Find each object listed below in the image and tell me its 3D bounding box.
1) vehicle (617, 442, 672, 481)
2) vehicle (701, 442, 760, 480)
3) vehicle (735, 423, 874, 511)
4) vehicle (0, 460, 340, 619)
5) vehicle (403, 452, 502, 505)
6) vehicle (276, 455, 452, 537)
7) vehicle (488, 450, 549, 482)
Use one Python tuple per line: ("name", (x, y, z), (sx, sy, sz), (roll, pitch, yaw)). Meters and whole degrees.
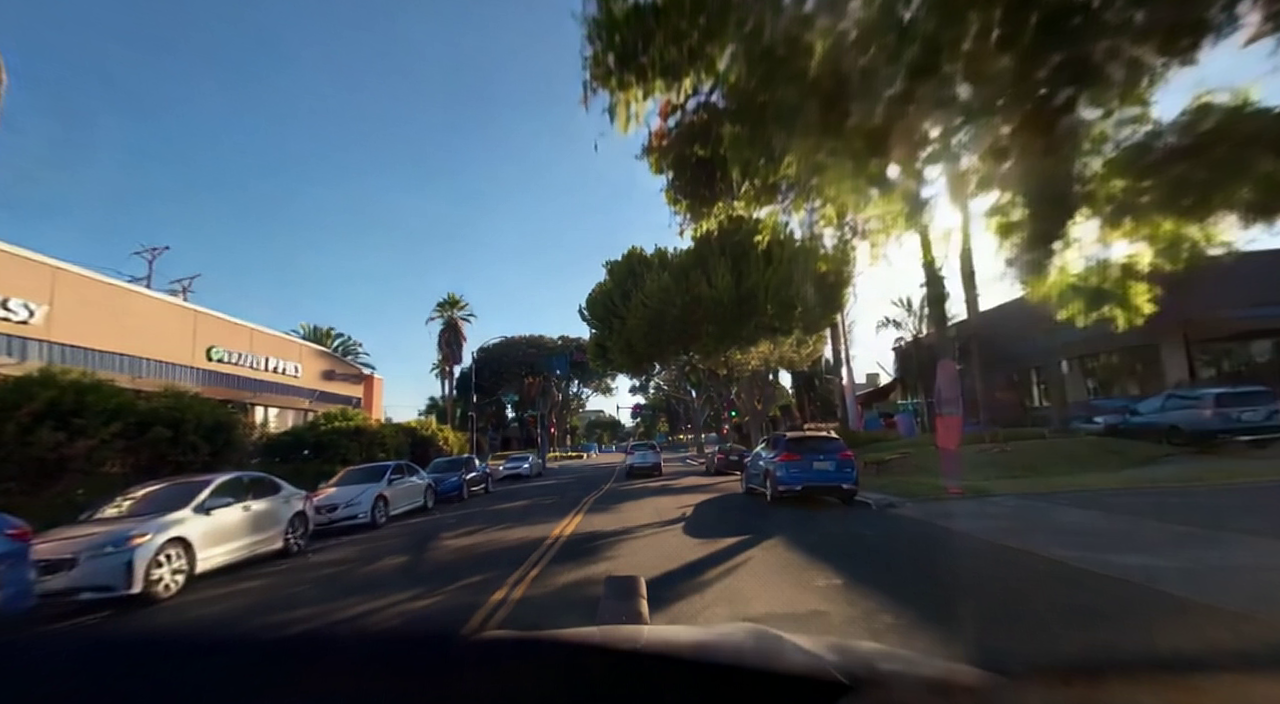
("vehicle", (0.153, 4.392, 25.583), (2.060, 1.452, 4.078), (0, -8, 0))
("vehicle", (3.707, 4.536, 26.582), (1.821, 1.417, 4.454), (0, -8, 0))
("vehicle", (3.769, 2.743, 15.554), (2.099, 1.786, 5.198), (0, -8, 1))
("vehicle", (-6.188, 2.297, 8.679), (1.810, 1.489, 4.336), (-1, -8, 2))
("vehicle", (-5.995, 4.072, 20.798), (1.850, 1.482, 4.454), (0, -8, 1))
("vehicle", (-6.067, 3.181, 14.603), (1.874, 1.472, 4.668), (0, -8, 1))
("vehicle", (-6.085, 5.762, 32.228), (2.105, 1.469, 4.693), (0, -8, 1))
